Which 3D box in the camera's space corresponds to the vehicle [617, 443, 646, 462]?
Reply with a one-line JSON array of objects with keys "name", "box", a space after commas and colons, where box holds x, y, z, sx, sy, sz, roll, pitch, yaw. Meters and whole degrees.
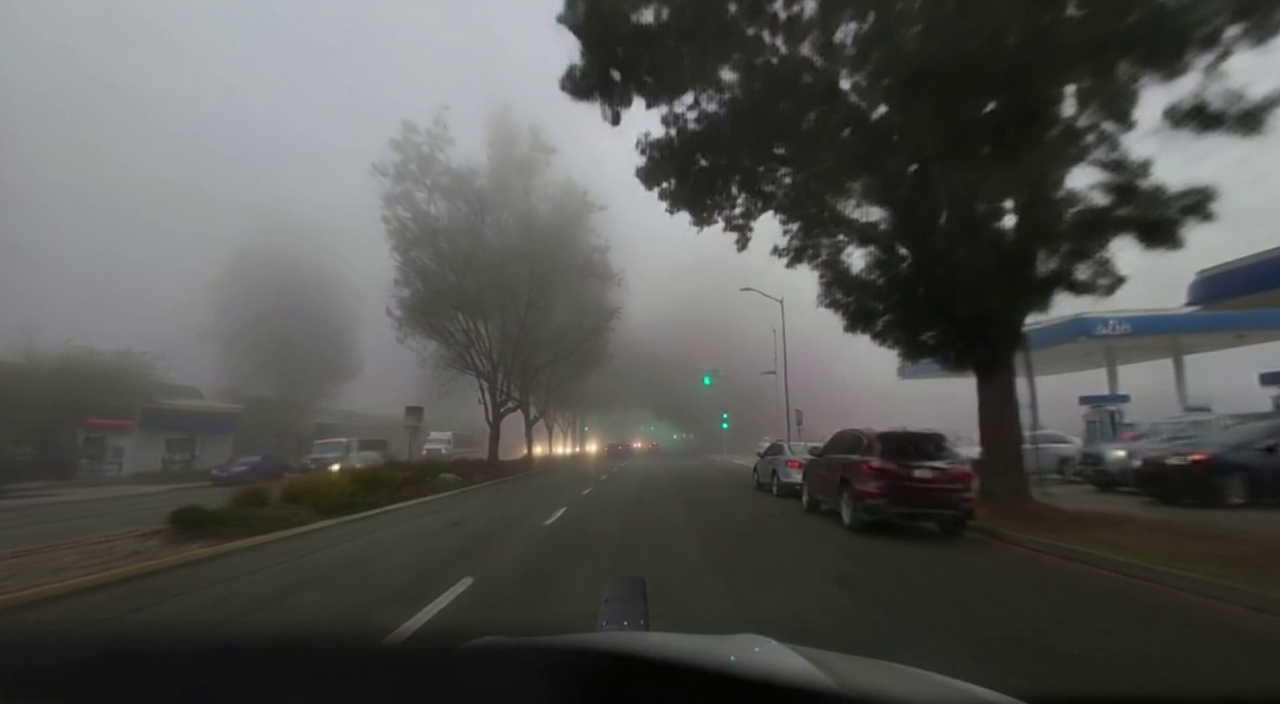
[{"name": "vehicle", "box": [-0.623, 7.903, 49.744, 1.959, 1.406, 4.272, -1, -9, 3]}]

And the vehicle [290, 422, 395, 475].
[{"name": "vehicle", "box": [-18.421, 6.062, 39.646, 2.837, 2.953, 7.214, 0, -9, 2]}]

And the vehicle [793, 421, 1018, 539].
[{"name": "vehicle", "box": [4.432, 2.209, 11.505, 2.179, 1.709, 4.512, 0, -9, 1]}]

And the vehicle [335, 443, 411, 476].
[{"name": "vehicle", "box": [-14.150, 5.690, 33.733, 1.977, 1.619, 4.612, 0, -9, 1]}]

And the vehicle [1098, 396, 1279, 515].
[{"name": "vehicle", "box": [11.832, 1.814, 11.275, 5.404, 1.914, 2.159, -1, -9, 3]}]

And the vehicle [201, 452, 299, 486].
[{"name": "vehicle", "box": [-18.660, 5.584, 30.444, 1.817, 1.460, 4.524, 0, -9, 1]}]
